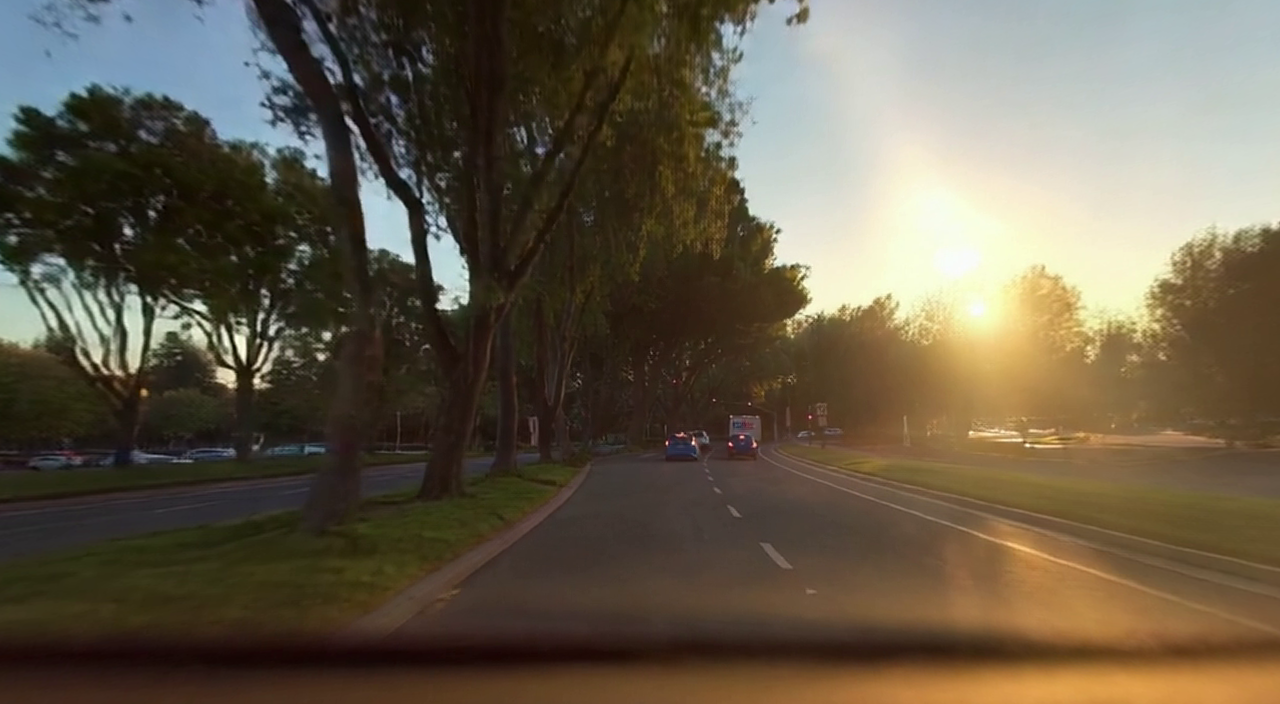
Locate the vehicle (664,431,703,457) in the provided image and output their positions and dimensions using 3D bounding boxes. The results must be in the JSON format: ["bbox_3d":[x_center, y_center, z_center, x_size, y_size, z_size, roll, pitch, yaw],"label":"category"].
[{"bbox_3d":[2.756,5.714,39.281,2.066,1.482,4.273,-1,-8,8],"label":"vehicle"}]

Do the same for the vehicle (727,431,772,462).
[{"bbox_3d":[5.670,4.920,33.037,1.989,1.497,4.436,-1,-8,6],"label":"vehicle"}]
